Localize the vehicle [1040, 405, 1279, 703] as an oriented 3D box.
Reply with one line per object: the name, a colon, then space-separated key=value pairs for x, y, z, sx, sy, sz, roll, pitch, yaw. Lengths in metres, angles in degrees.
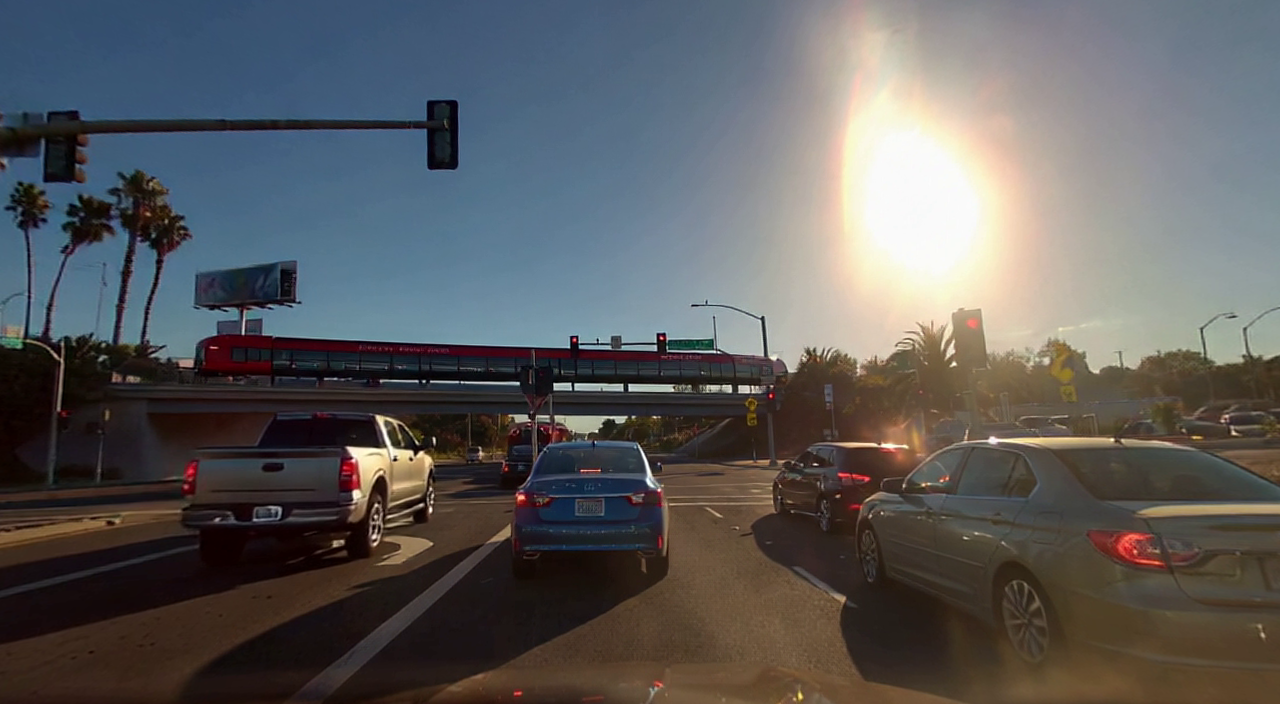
vehicle: x=3.880 y=0.889 z=2.143 sx=2.052 sy=1.496 sz=4.541 roll=0 pitch=-9 yaw=0

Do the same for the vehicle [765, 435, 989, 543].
vehicle: x=3.700 y=2.210 z=10.927 sx=1.965 sy=1.448 sz=4.486 roll=0 pitch=-9 yaw=-3

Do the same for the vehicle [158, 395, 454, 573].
vehicle: x=-4.317 y=1.795 z=9.459 sx=2.078 sy=1.838 sz=5.448 roll=1 pitch=-9 yaw=-8

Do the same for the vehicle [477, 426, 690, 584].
vehicle: x=-0.637 y=1.775 z=8.185 sx=2.035 sy=1.491 sz=4.090 roll=0 pitch=-9 yaw=-3

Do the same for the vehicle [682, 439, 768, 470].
vehicle: x=4.189 y=5.143 z=31.924 sx=1.878 sy=1.428 sz=4.416 roll=5 pitch=-10 yaw=-32
